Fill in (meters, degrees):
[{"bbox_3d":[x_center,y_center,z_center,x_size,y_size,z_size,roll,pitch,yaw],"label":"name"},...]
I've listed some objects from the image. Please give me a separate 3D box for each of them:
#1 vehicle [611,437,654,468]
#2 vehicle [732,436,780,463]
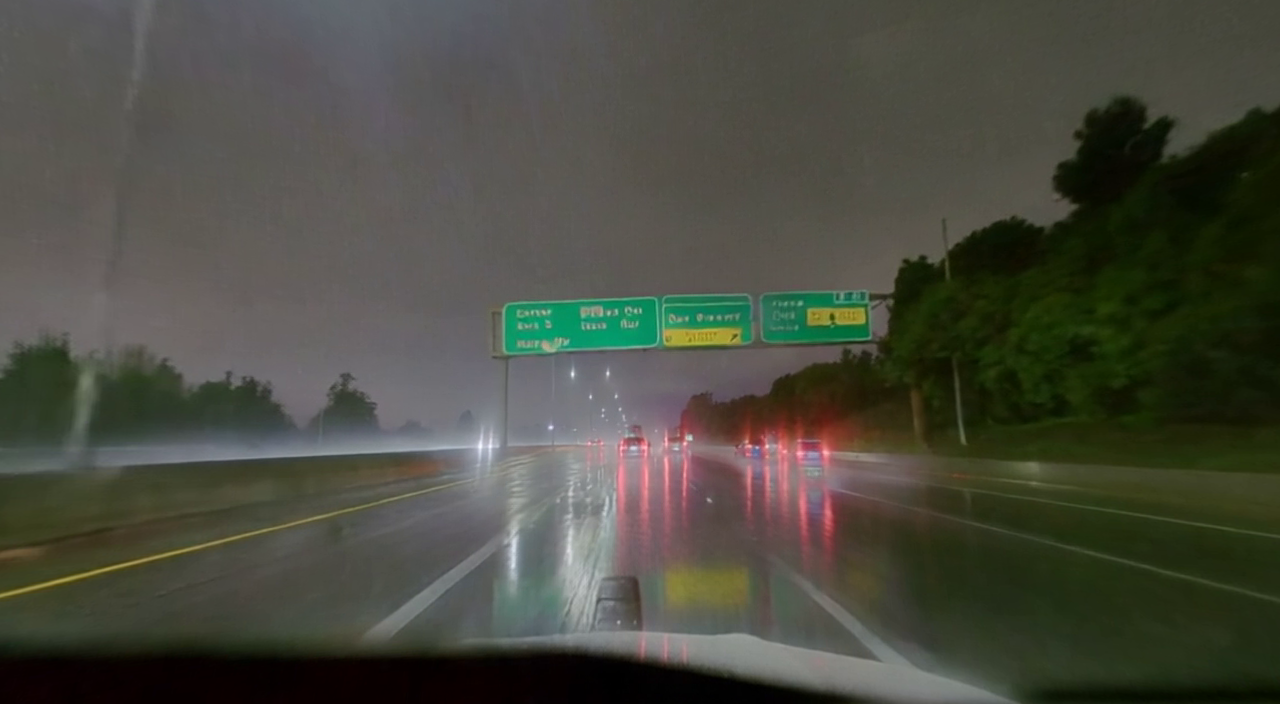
[{"bbox_3d":[-0.377,4.983,31.477,1.985,1.457,4.227,0,-8,-1],"label":"vehicle"},{"bbox_3d":[6.833,5.814,37.677,1.935,1.478,4.433,0,-8,-1],"label":"vehicle"}]
